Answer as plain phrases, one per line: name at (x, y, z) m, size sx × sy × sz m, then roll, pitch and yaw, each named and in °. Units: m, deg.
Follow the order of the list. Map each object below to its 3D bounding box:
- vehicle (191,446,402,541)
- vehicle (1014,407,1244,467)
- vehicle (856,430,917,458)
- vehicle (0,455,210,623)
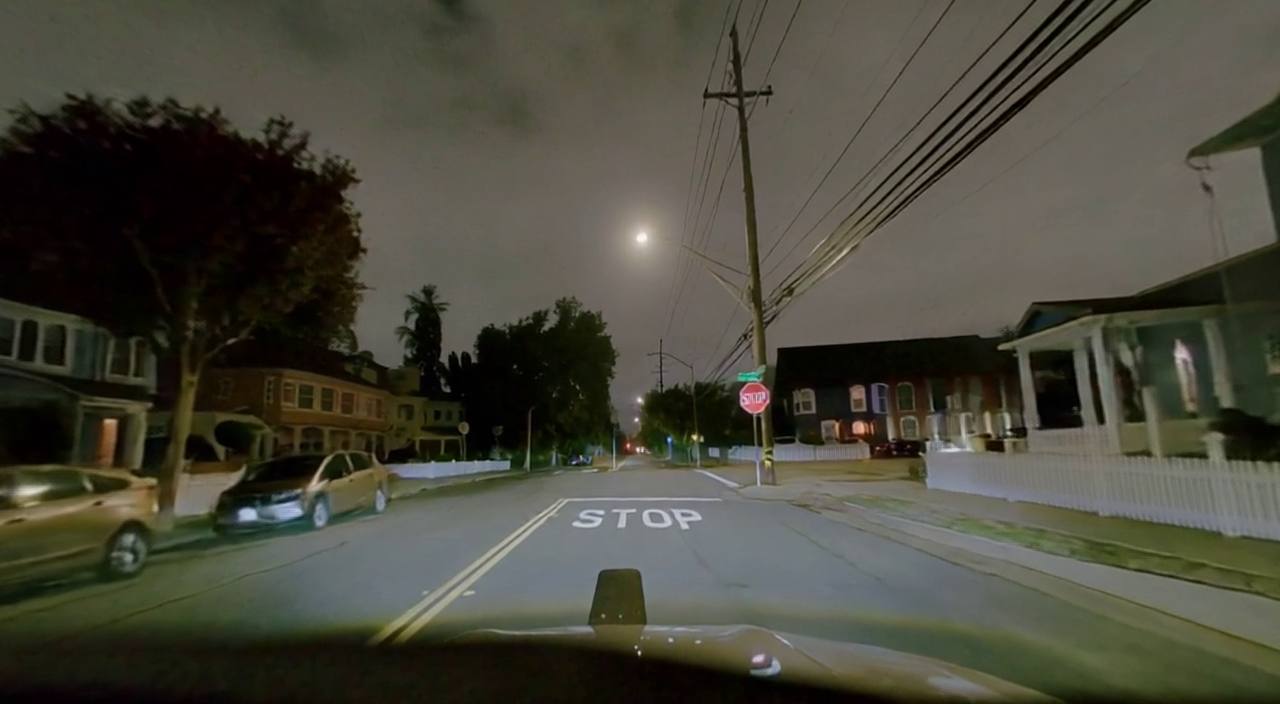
vehicle at (-6.726, 2.759, 13.014) m, size 2.026 × 1.560 × 4.062 m, roll -2°, pitch -9°, yaw 1°
vehicle at (16.723, 2.967, 21.914) m, size 6.022 × 1.953 × 2.250 m, roll 0°, pitch -9°, yaw 0°
vehicle at (15.676, 5.905, 40.415) m, size 2.025 × 1.689 × 4.342 m, roll 0°, pitch -8°, yaw -2°
vehicle at (-6.877, 1.811, 6.306) m, size 2.056 × 1.481 × 4.451 m, roll 0°, pitch -8°, yaw -1°
